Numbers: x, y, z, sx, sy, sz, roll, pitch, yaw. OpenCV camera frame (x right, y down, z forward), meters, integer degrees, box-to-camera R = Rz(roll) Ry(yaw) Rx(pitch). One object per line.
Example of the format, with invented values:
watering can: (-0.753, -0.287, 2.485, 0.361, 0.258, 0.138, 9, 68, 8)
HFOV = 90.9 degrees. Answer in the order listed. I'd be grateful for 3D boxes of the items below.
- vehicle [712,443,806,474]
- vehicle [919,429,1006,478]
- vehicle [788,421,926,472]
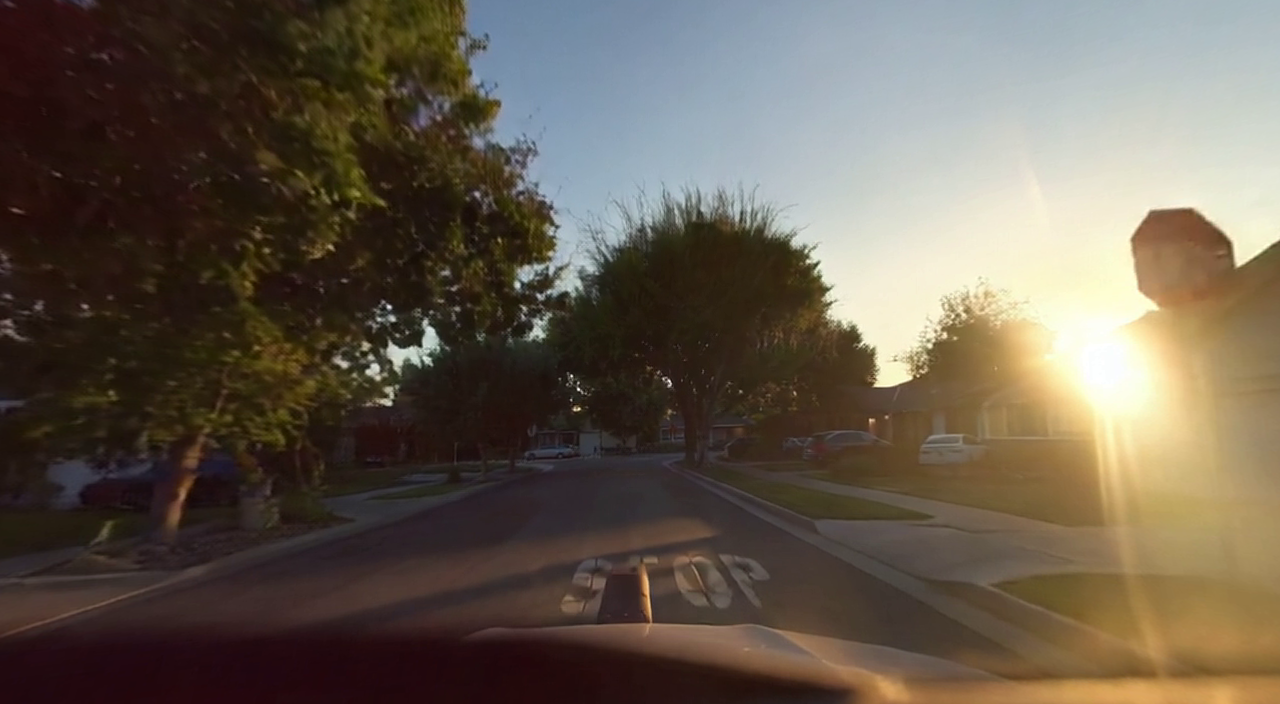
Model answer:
vehicle: (5.770, 5.235, 31.018, 4.229, 1.402, 1.811, 0, -9, 0)
vehicle: (11.476, 3.563, 22.245, 2.004, 1.511, 4.494, -7, -11, 34)
vehicle: (9.605, 4.240, 28.233, 5.239, 1.933, 2.131, -3, -9, -2)
